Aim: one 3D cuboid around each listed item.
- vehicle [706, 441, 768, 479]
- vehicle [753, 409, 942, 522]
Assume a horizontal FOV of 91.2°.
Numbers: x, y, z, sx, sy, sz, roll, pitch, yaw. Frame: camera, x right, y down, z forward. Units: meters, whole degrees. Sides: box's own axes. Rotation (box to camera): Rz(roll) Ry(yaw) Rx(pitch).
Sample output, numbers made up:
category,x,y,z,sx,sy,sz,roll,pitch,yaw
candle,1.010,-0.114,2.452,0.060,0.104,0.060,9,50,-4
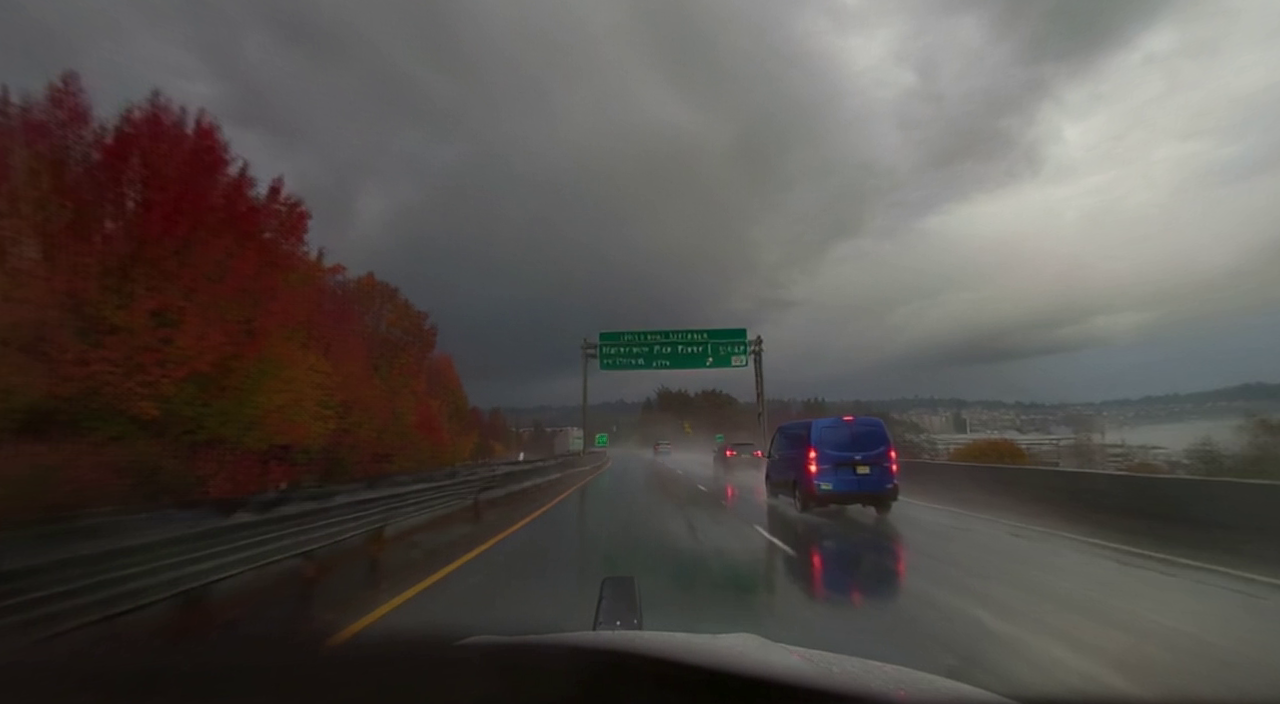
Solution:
category,x,y,z,sx,sy,sz,roll,pitch,yaw
vehicle,4.173,4.712,27.583,1.952,1.536,4.036,0,-9,-2
vehicle,4.035,2.345,13.363,2.205,1.923,4.956,0,-9,-1
